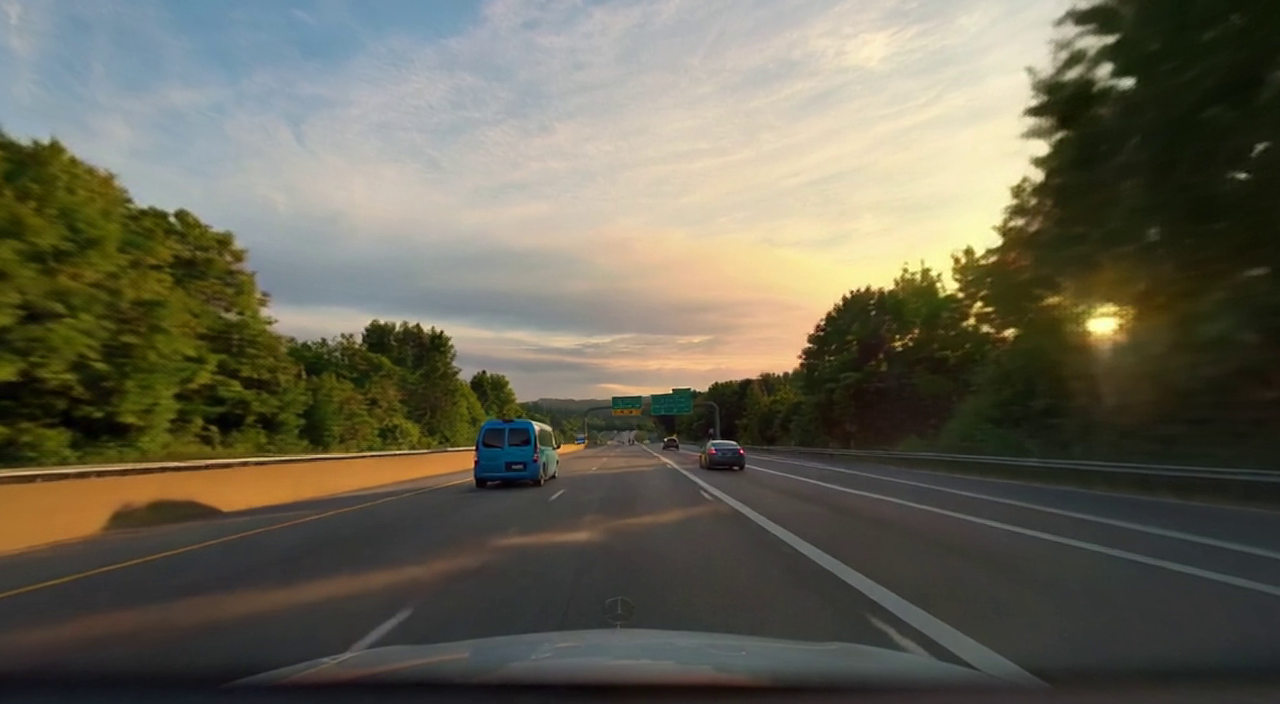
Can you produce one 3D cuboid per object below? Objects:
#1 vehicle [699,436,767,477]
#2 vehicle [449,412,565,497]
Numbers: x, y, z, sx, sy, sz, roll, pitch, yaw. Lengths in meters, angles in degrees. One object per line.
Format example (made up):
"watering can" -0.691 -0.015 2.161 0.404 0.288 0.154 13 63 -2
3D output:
"vehicle" 3.542 4.062 24.796 2.020 1.464 3.803 0 -8 -1
"vehicle" -3.550 2.851 17.948 2.275 2.053 5.082 0 -8 -1
